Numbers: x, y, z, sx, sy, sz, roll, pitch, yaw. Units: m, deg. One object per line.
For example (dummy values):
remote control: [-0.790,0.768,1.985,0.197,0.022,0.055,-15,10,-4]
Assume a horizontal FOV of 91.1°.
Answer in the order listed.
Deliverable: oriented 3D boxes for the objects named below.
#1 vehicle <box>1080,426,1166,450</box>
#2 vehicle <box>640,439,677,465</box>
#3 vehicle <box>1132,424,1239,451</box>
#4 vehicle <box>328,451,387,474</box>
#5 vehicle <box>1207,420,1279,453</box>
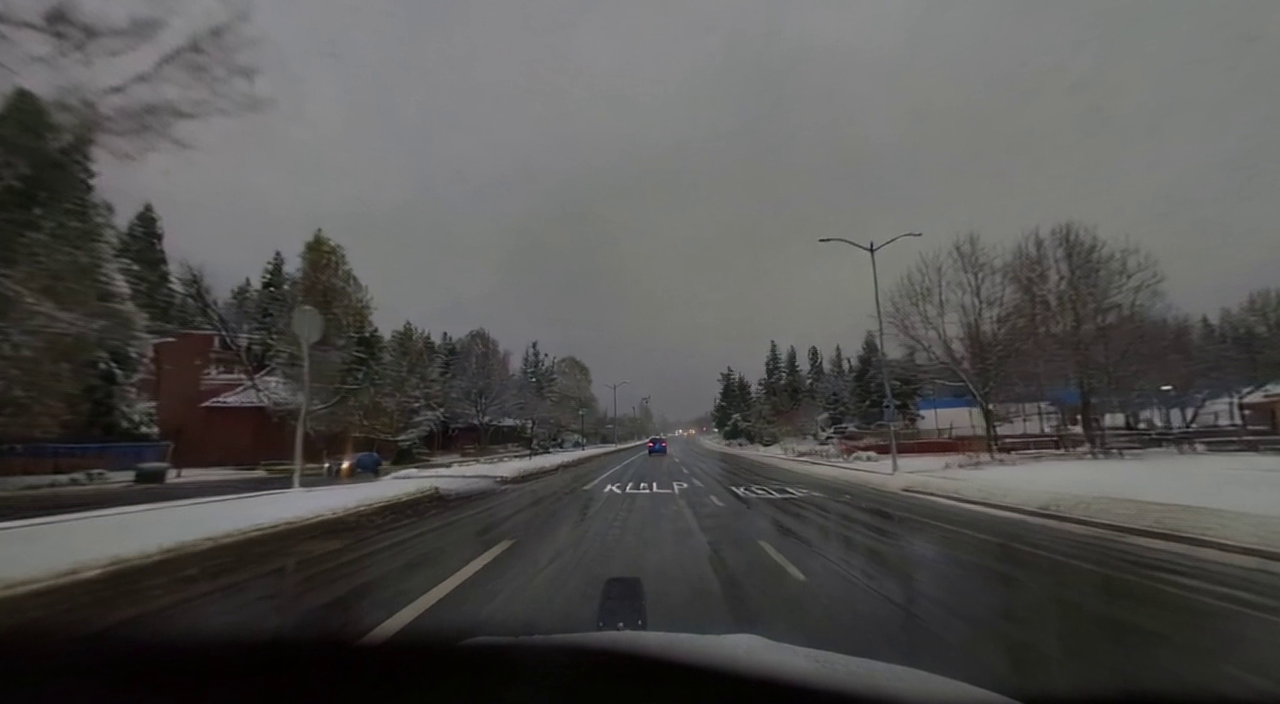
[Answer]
vehicle: [31.956,5.717,41.641,4.002,1.501,2.000,0,-9,0]
vehicle: [1.104,6.206,39.098,2.144,1.505,4.128,0,-8,1]
vehicle: [31.690,4.989,36.555,4.282,1.486,2.017,0,-9,0]
vehicle: [-19.765,7.732,44.125,1.885,1.464,4.525,0,-9,2]
vehicle: [31.376,4.179,31.336,4.051,1.475,1.949,-3,-9,2]
